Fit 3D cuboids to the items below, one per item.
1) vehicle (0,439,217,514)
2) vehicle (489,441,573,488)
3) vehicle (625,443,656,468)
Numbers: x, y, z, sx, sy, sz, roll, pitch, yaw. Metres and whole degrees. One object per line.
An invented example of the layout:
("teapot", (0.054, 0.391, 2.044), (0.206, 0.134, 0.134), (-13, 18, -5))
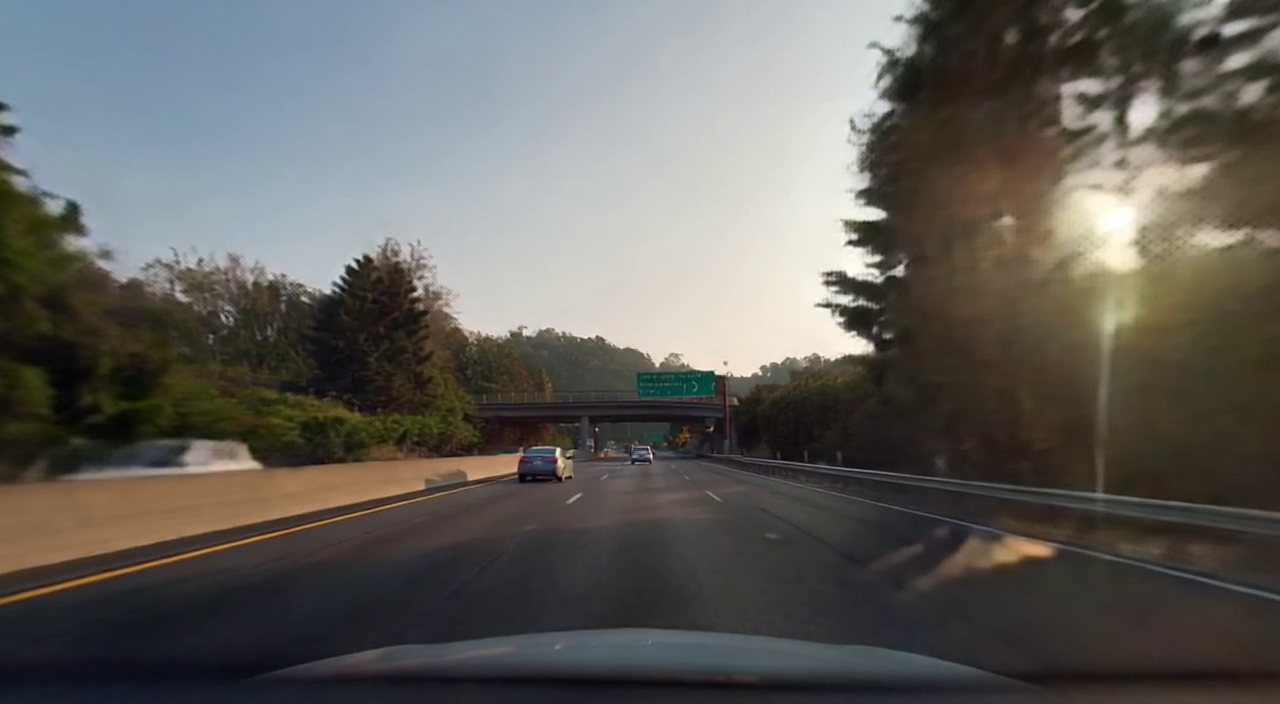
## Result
("vehicle", (-13.226, 3.027, 15.920), (1.927, 1.601, 4.480), (0, -9, 0))
("vehicle", (-3.773, 3.993, 22.758), (2.157, 1.483, 4.601), (0, -9, 1))
("vehicle", (0.049, 6.933, 42.478), (2.011, 1.590, 3.607), (0, -9, 0))
